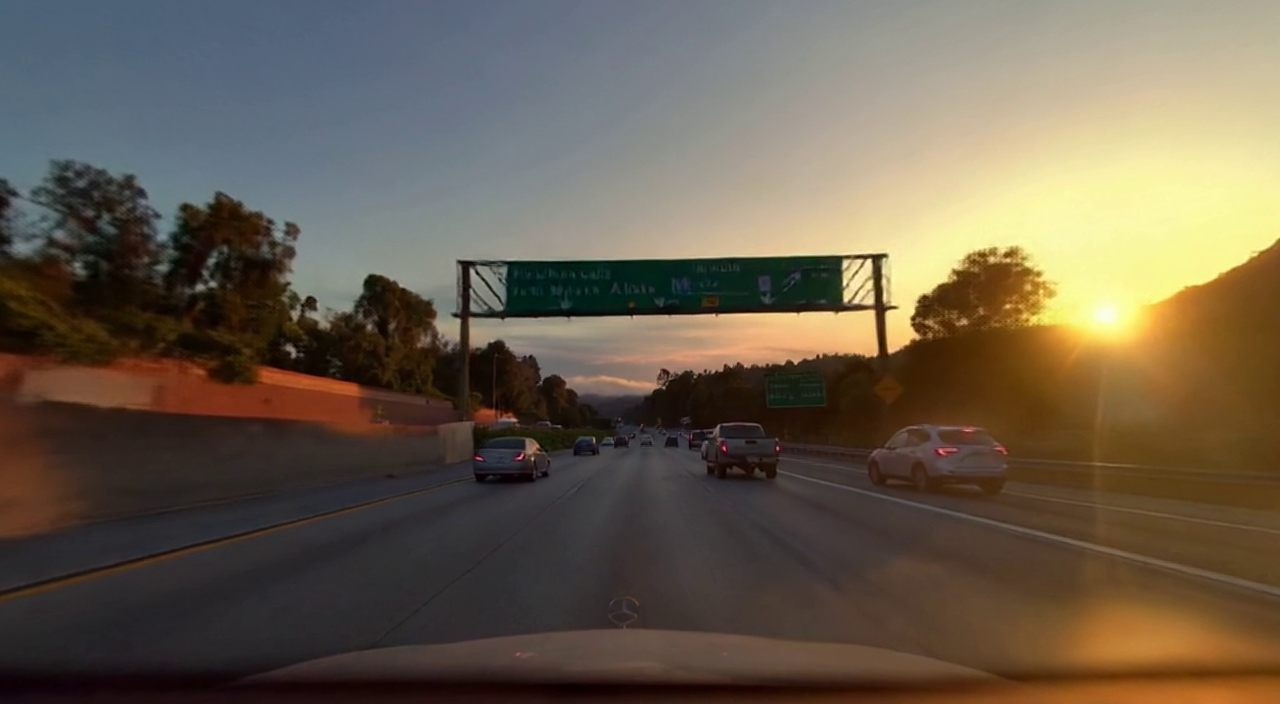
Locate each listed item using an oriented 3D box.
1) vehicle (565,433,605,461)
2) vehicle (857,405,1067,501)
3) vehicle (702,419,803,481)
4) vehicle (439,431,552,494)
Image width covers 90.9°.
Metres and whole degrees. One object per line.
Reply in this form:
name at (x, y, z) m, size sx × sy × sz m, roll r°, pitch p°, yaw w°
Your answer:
vehicle at (-3.341, 5.890, 39.307) m, size 2.020 × 1.628 × 4.248 m, roll 0°, pitch -8°, yaw 2°
vehicle at (7.674, 2.509, 15.965) m, size 2.291 × 1.968 × 5.662 m, roll 0°, pitch -8°, yaw 0°
vehicle at (3.800, 3.479, 22.612) m, size 2.517 × 1.935 × 5.552 m, roll 0°, pitch -8°, yaw -1°
vehicle at (-3.708, 2.909, 16.985) m, size 1.978 × 1.473 × 4.073 m, roll 0°, pitch -8°, yaw 1°
